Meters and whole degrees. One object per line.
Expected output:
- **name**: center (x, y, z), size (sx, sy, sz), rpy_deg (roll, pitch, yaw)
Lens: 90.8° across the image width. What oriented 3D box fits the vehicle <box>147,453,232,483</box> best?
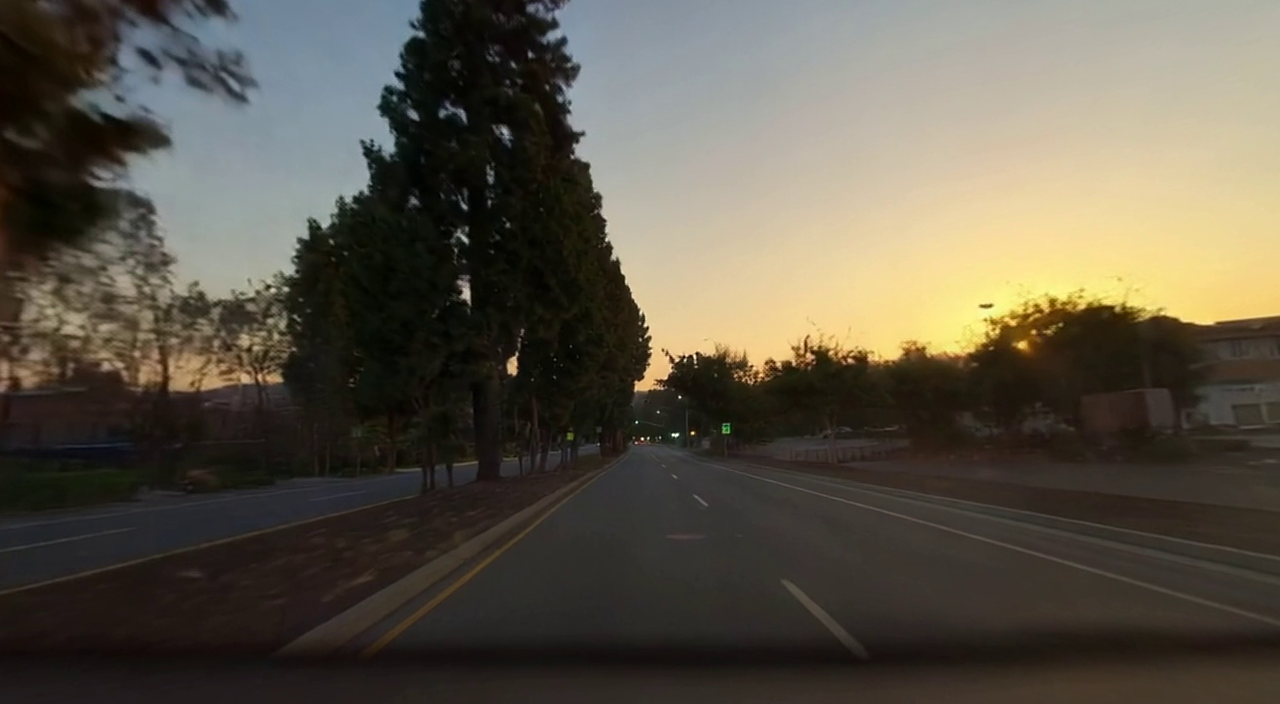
- **vehicle**: center (-26.172, 6.710, 36.871), size (1.732, 1.405, 4.457), rpy_deg (-4, -8, 0)
